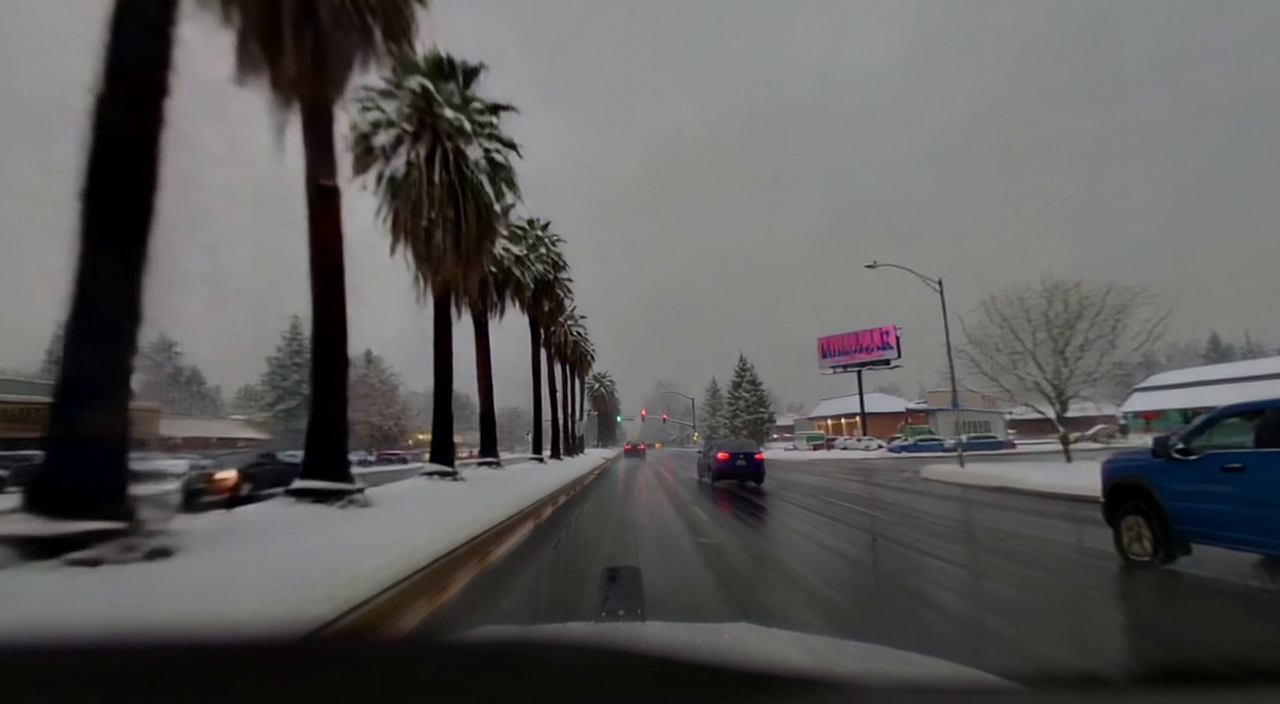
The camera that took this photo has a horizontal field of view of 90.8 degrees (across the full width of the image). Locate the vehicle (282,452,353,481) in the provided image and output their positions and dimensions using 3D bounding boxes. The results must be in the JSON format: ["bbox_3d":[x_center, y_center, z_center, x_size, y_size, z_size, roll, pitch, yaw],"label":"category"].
[{"bbox_3d":[-19.476,6.914,38.428,1.840,1.524,4.923,0,-8,-2],"label":"vehicle"}]

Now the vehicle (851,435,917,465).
[{"bbox_3d":[15.406,6.215,40.218,2.067,1.772,4.910,0,-8,-2],"label":"vehicle"}]

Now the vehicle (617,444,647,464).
[{"bbox_3d":[-0.671,7.986,49.572,2.258,1.468,4.076,0,-8,-2],"label":"vehicle"}]

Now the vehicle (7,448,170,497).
[{"bbox_3d":[-24.241,5.283,28.220,2.112,1.821,5.960,-2,-8,-2],"label":"vehicle"}]

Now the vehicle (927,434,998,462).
[{"bbox_3d":[20.640,6.162,40.619,1.925,1.724,4.458,0,-9,-4],"label":"vehicle"}]

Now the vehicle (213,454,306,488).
[{"bbox_3d":[-19.408,6.060,32.535,1.983,1.492,4.904,0,-8,-3],"label":"vehicle"}]

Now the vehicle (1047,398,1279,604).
[{"bbox_3d":[6.114,1.171,4.974,2.140,1.606,5.437,0,-9,-1],"label":"vehicle"}]

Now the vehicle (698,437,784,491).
[{"bbox_3d":[3.114,3.550,20.425,1.889,1.541,4.303,0,-8,-2],"label":"vehicle"}]
